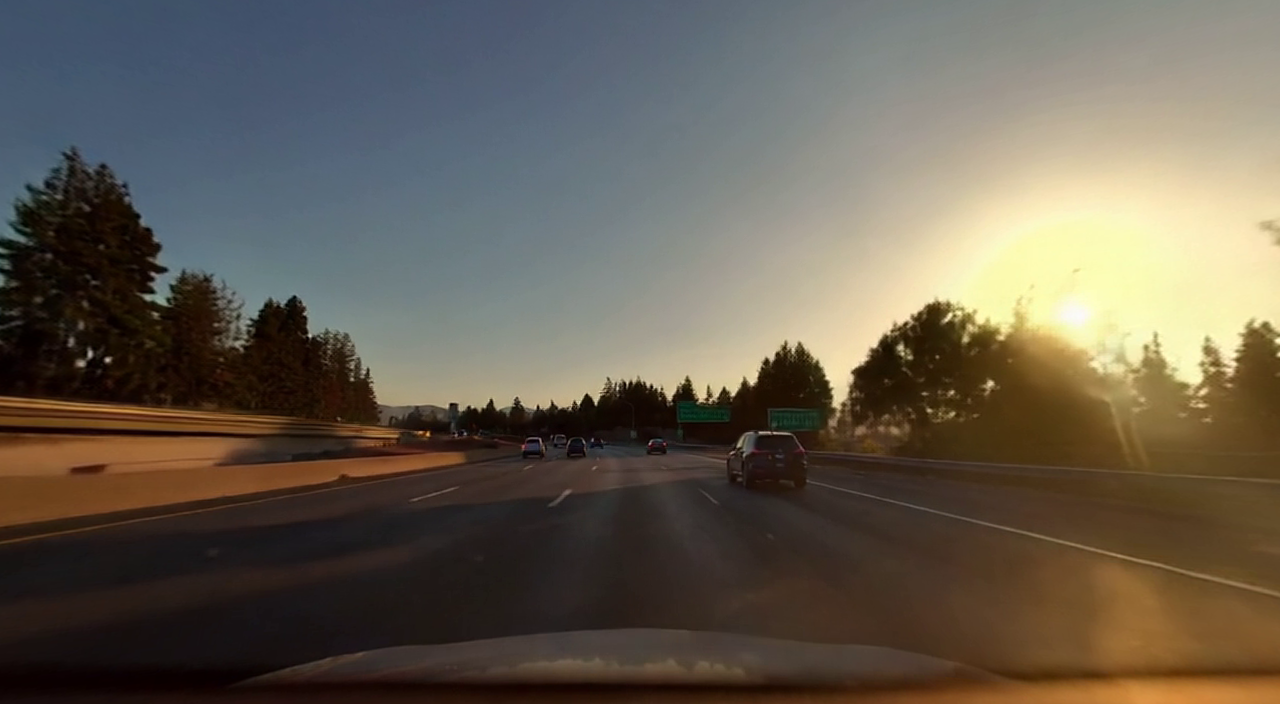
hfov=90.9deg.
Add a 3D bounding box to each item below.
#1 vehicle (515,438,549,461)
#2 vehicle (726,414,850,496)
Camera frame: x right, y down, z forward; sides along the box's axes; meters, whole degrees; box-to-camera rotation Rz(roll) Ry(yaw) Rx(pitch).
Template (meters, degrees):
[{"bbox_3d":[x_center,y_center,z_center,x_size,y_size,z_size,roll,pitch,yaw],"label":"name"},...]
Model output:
[{"bbox_3d":[-8.040,7.276,47.305,2.064,1.645,4.286,0,-8,-4],"label":"vehicle"},{"bbox_3d":[3.588,2.607,16.235,2.043,1.795,4.347,0,-8,-1],"label":"vehicle"}]
